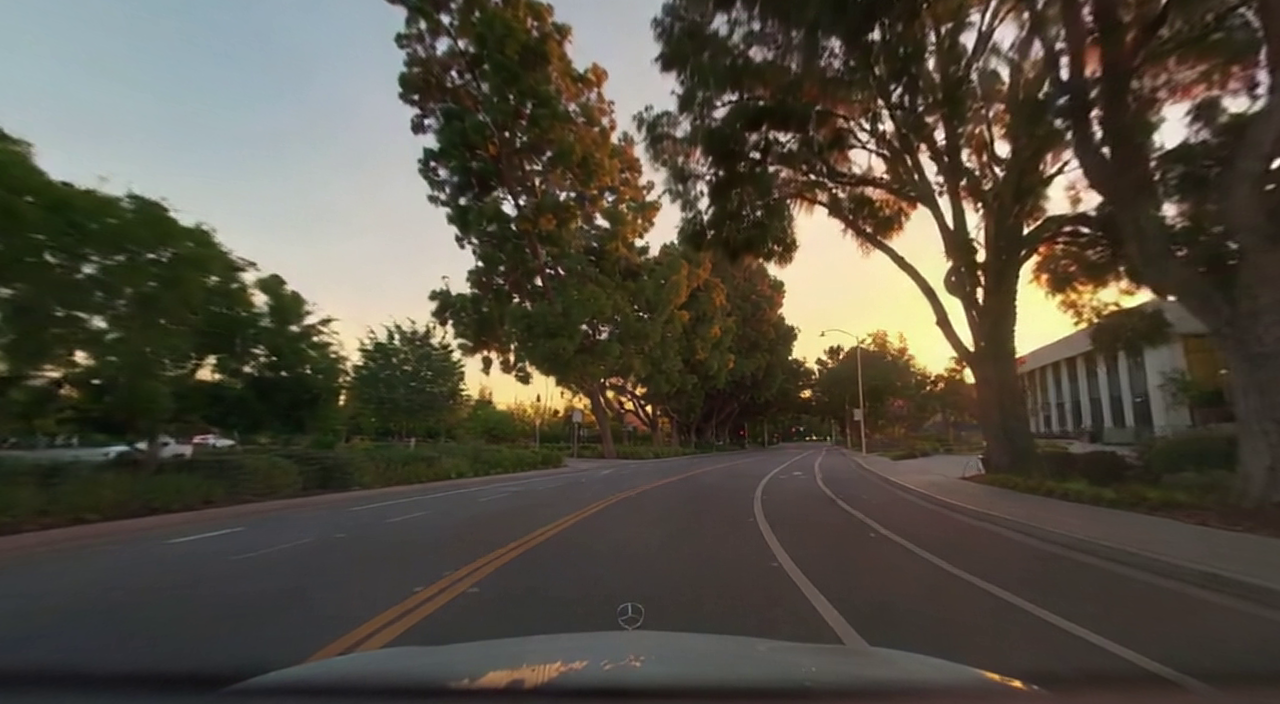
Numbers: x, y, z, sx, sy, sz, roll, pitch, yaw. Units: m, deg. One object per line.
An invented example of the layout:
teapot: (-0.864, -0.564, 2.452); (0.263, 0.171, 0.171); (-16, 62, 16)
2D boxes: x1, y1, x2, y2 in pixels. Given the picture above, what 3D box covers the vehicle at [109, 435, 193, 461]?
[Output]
vehicle: (-29.112, 5.731, 37.639); (1.680, 1.413, 3.616); (-3, -9, 13)
